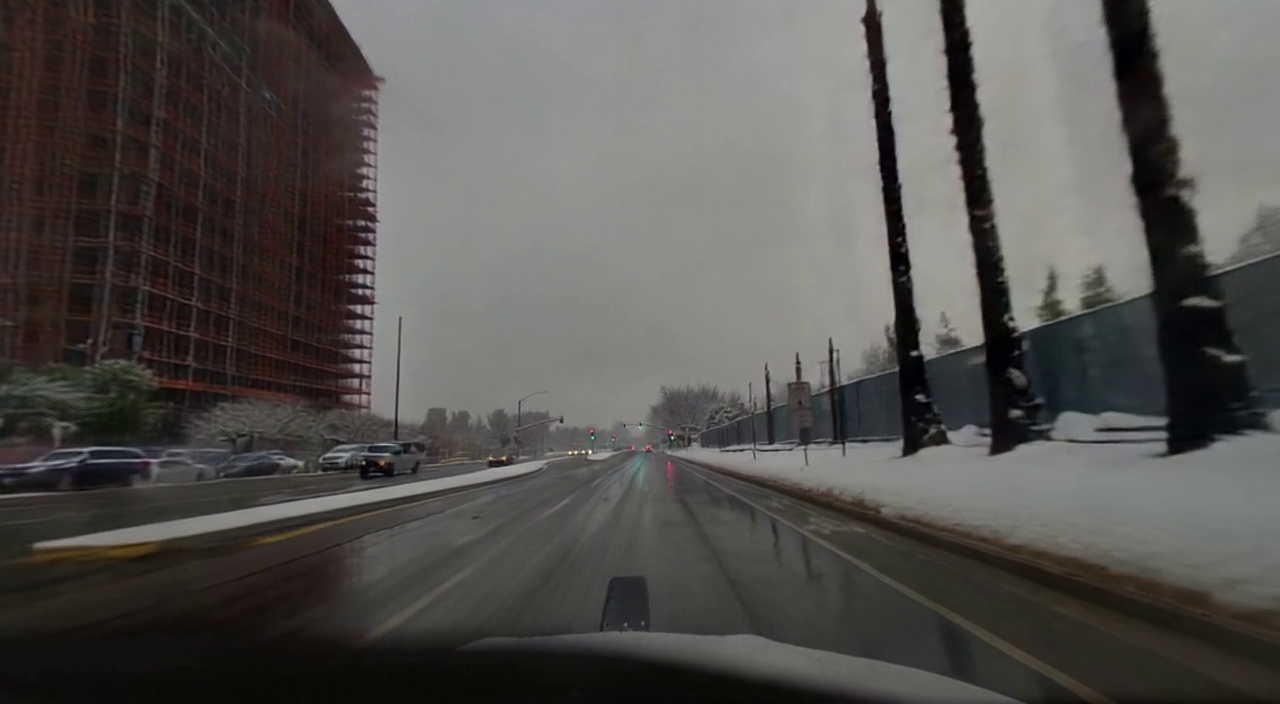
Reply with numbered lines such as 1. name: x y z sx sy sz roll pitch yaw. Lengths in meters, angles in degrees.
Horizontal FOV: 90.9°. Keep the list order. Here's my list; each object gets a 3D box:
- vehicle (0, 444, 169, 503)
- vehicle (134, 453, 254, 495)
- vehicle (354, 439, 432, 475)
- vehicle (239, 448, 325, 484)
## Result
1. vehicle: -19.551 4.133 22.009 2.378 1.783 4.912 0 -8 0
2. vehicle: -19.355 5.269 27.693 1.836 1.418 4.956 -2 -7 -2
3. vehicle: -16.104 6.870 41.581 2.601 2.118 6.071 0 -8 1
4. vehicle: -19.332 6.152 34.359 1.985 1.625 4.749 -2 -7 -1
